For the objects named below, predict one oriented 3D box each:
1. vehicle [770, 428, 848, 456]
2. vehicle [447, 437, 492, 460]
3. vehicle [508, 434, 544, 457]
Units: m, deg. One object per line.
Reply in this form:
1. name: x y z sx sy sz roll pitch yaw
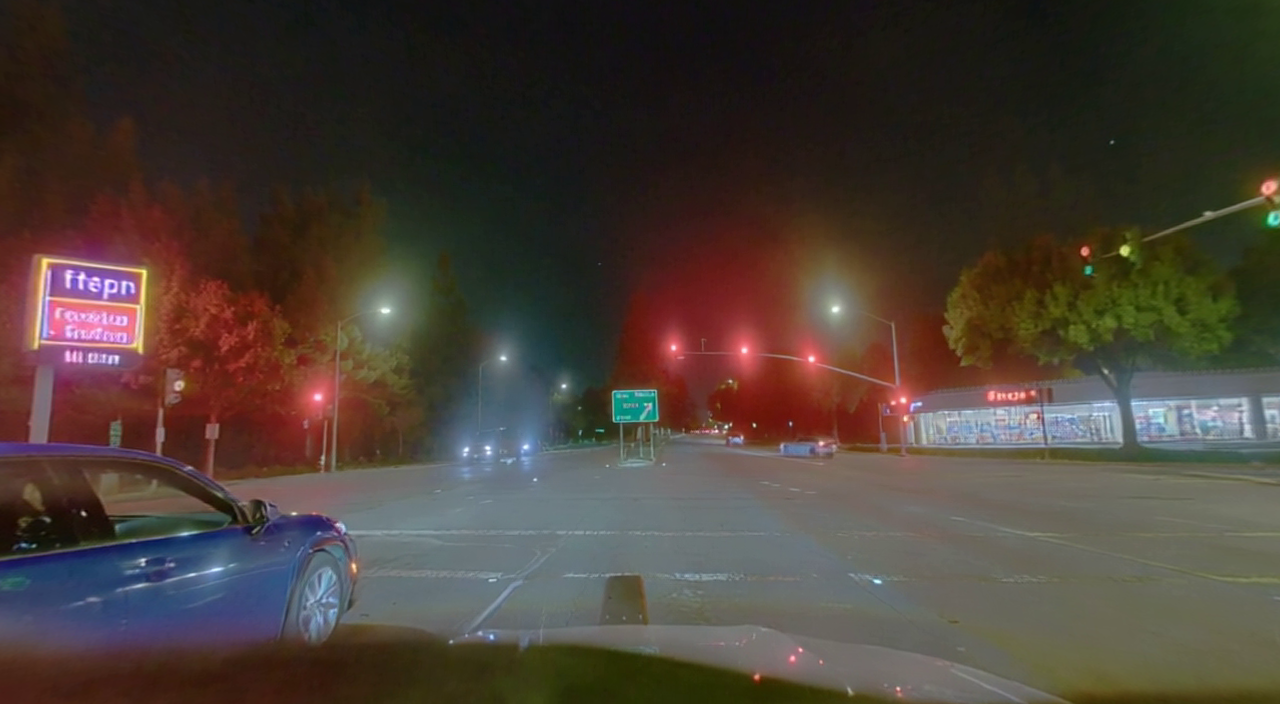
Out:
1. vehicle: 10.805 5.797 40.558 1.936 1.664 4.667 6 -10 -34
2. vehicle: -11.765 6.685 43.898 2.111 1.499 4.371 0 -9 -3
3. vehicle: -8.067 6.658 45.075 1.920 1.546 4.086 0 -9 -1
